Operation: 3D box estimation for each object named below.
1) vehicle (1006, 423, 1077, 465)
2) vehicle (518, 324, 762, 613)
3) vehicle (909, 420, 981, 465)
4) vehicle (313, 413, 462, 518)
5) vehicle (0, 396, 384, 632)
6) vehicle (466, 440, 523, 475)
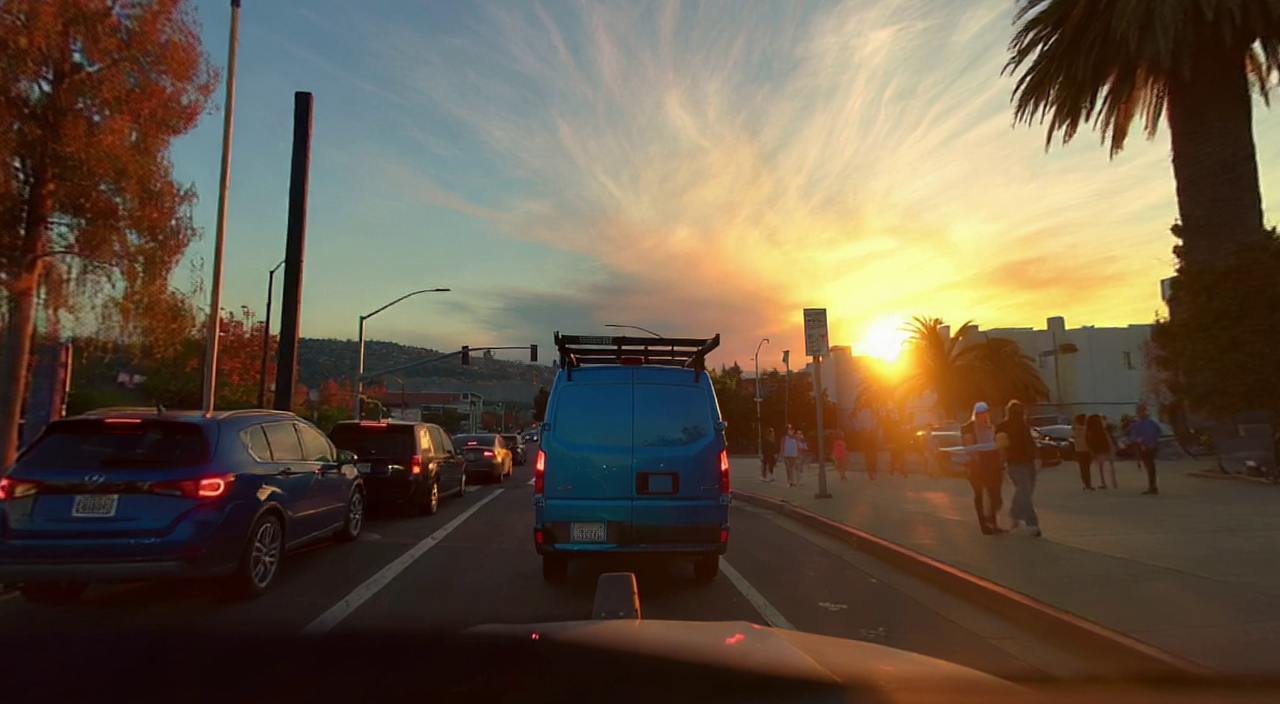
[{"bbox_3d":[15.753,3.619,24.706,2.048,1.475,3.972,-6,-10,34],"label":"vehicle"},{"bbox_3d":[-0.212,1.214,7.167,1.902,2.238,4.263,1,-9,-6],"label":"vehicle"},{"bbox_3d":[12.628,3.757,26.042,2.046,1.675,3.924,-6,-10,33],"label":"vehicle"},{"bbox_3d":[-5.225,2.412,13.881,2.089,1.854,5.022,2,-9,-11],"label":"vehicle"},{"bbox_3d":[-4.410,1.466,6.665,1.986,1.643,4.315,1,-9,-6],"label":"vehicle"},{"bbox_3d":[-6.859,4.887,29.554,1.818,1.479,4.428,4,-9,-22],"label":"vehicle"}]
